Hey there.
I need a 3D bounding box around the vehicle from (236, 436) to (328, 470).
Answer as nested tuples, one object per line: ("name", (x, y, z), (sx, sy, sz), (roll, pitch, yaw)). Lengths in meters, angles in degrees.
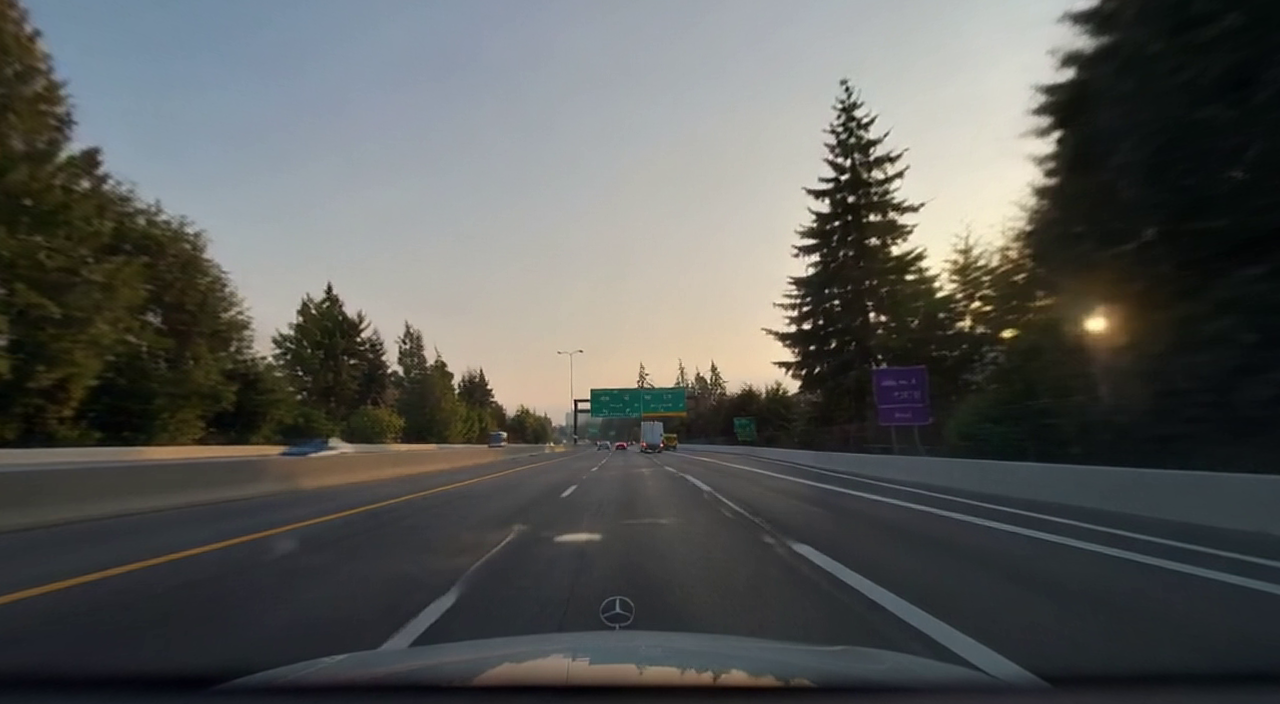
("vehicle", (-17.387, 4.919, 30.835), (1.890, 1.501, 4.553), (0, -8, -1))
